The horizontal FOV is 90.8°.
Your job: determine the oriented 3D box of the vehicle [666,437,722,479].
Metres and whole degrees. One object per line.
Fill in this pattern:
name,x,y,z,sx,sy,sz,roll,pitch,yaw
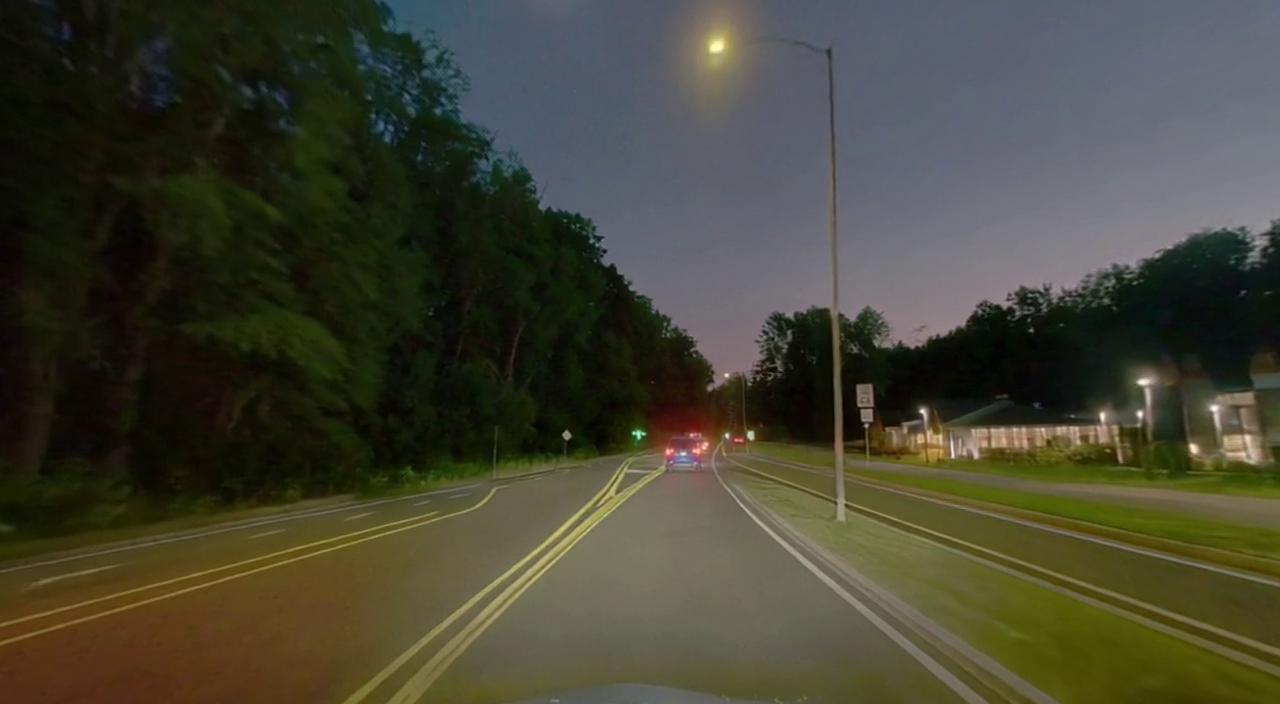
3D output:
vehicle,2.440,4.608,27.665,2.216,1.708,4.110,-1,-9,7
